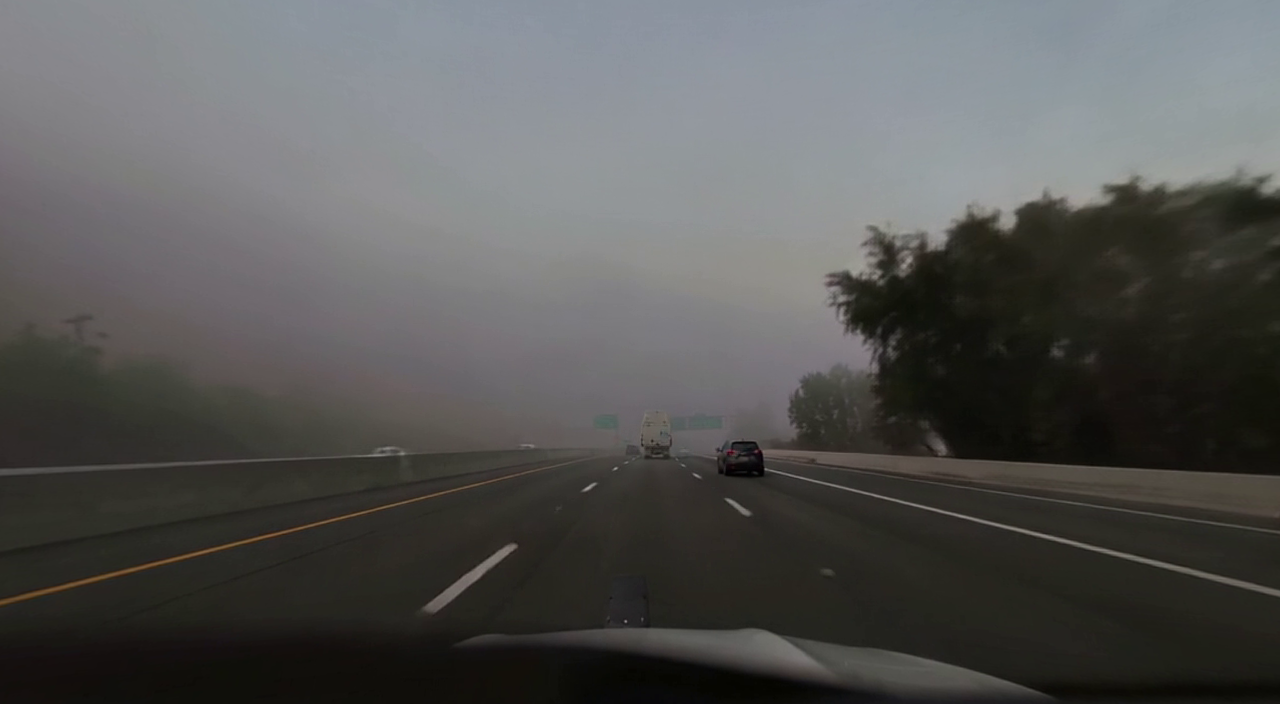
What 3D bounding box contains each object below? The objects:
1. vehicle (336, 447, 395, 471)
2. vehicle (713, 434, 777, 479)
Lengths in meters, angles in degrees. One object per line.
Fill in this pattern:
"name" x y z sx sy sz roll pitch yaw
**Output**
"vehicle" -18.945 7.390 43.764 1.944 1.487 4.621 -1 -8 2
"vehicle" 4.112 4.148 25.274 1.880 1.624 3.941 0 -8 0
